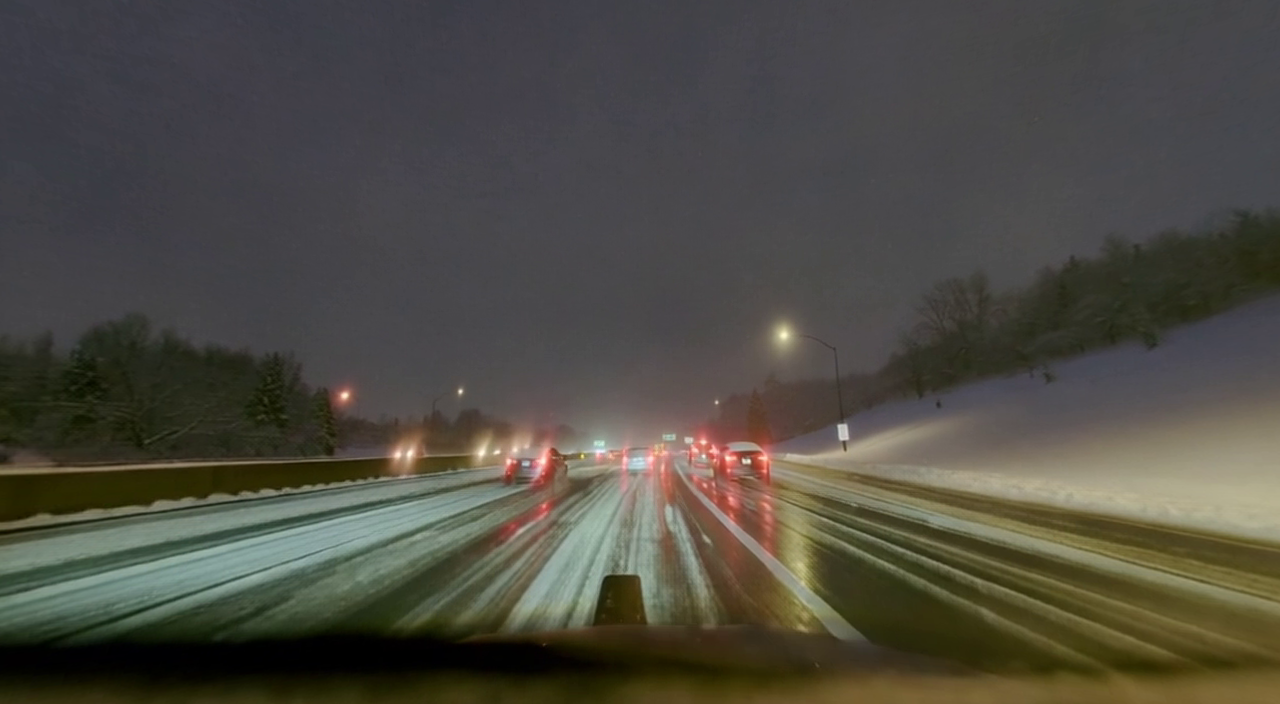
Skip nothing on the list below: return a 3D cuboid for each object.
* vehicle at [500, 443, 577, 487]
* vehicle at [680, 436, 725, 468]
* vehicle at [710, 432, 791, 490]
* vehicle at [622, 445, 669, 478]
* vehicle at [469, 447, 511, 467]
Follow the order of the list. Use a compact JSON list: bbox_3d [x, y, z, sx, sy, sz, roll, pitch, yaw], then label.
[{"bbox_3d":[-3.708,4.196,23.755,1.996,1.488,4.451,0,-9,2],"label":"vehicle"},{"bbox_3d":[4.524,7.467,47.061,2.802,2.151,6.579,0,-9,1],"label":"vehicle"},{"bbox_3d":[3.653,3.709,21.699,2.045,1.768,4.249,0,-9,0],"label":"vehicle"},{"bbox_3d":[0.276,5.183,30.074,2.071,1.478,4.130,0,-9,1],"label":"vehicle"},{"bbox_3d":[-11.832,8.278,49.913,2.042,1.526,4.580,0,-9,3],"label":"vehicle"}]
